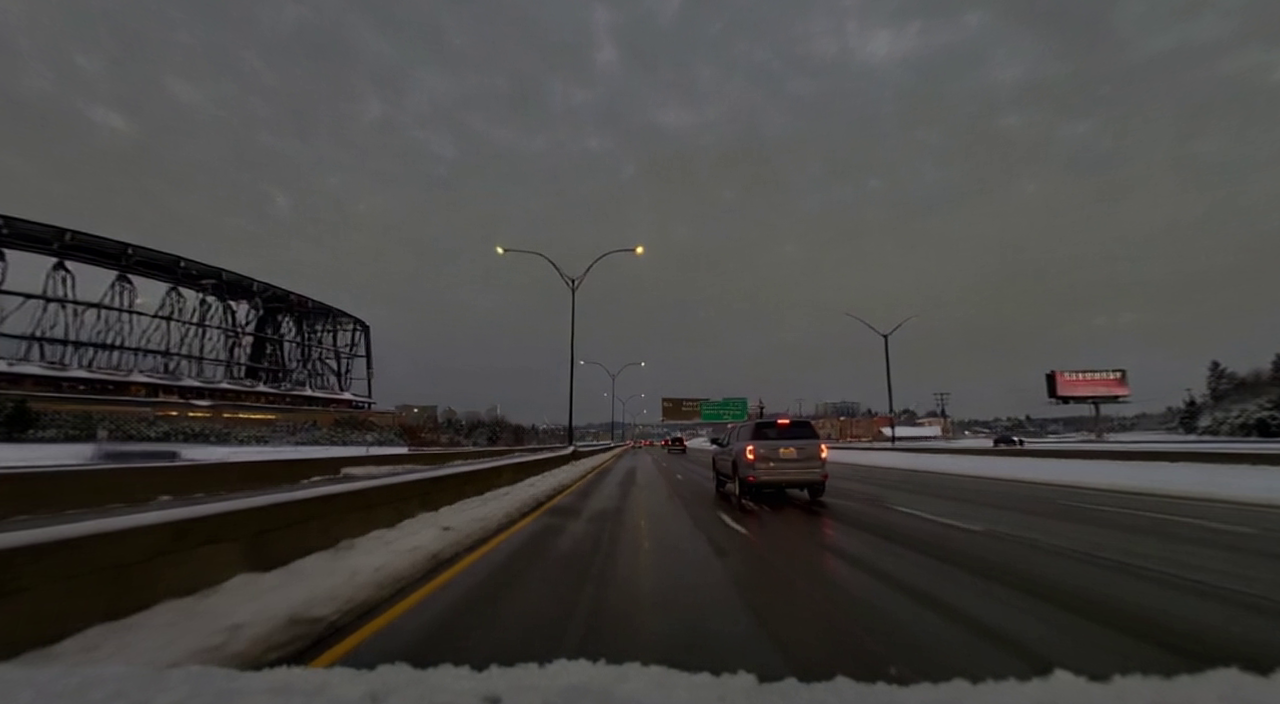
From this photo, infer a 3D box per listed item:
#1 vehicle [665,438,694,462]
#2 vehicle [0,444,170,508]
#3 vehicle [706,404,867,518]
[{"bbox_3d":[2.993,7.580,49.145,1.973,1.774,4.092,0,-8,0],"label":"vehicle"},{"bbox_3d":[-18.149,3.903,20.488,2.021,1.773,4.909,0,-8,0],"label":"vehicle"},{"bbox_3d":[2.859,2.294,13.745,2.199,2.002,4.970,0,-8,-1],"label":"vehicle"}]
